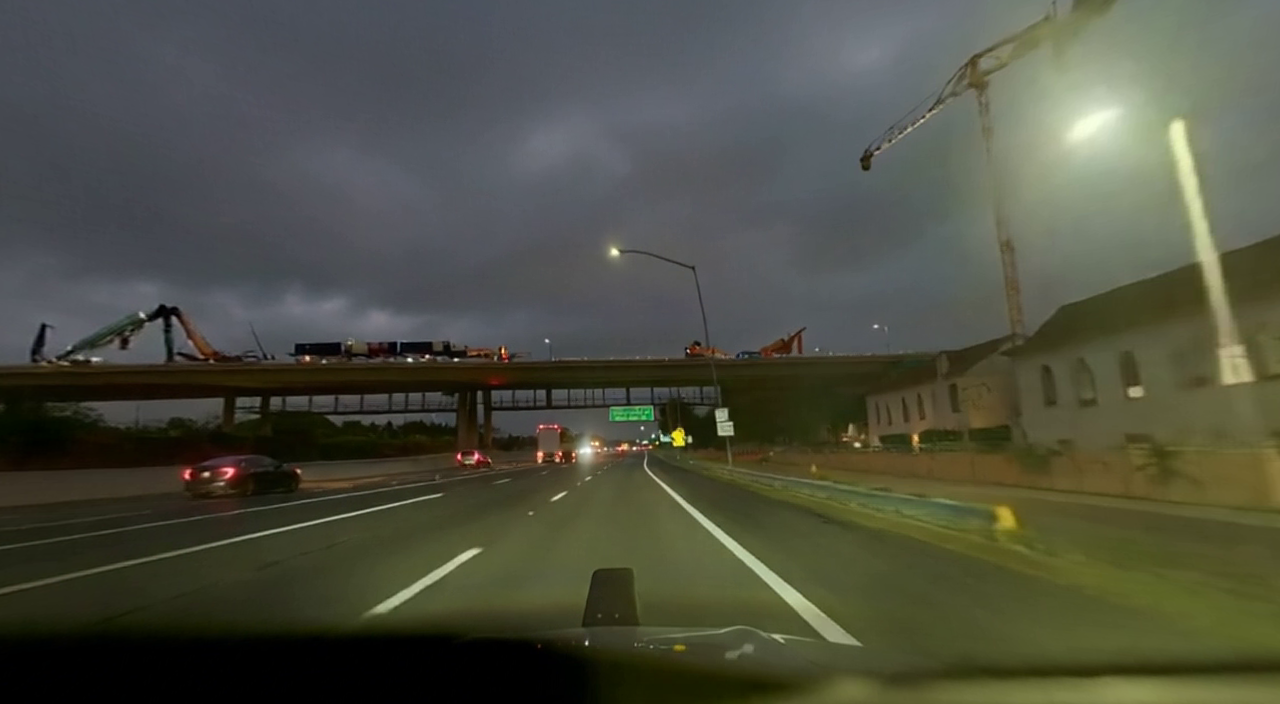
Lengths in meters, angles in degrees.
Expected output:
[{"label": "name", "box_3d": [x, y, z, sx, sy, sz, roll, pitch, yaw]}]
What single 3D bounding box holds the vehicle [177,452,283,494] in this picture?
[{"label": "vehicle", "box_3d": [-19.206, 5.649, 29.882, 1.932, 1.752, 4.541, 0, -9, 0]}]
